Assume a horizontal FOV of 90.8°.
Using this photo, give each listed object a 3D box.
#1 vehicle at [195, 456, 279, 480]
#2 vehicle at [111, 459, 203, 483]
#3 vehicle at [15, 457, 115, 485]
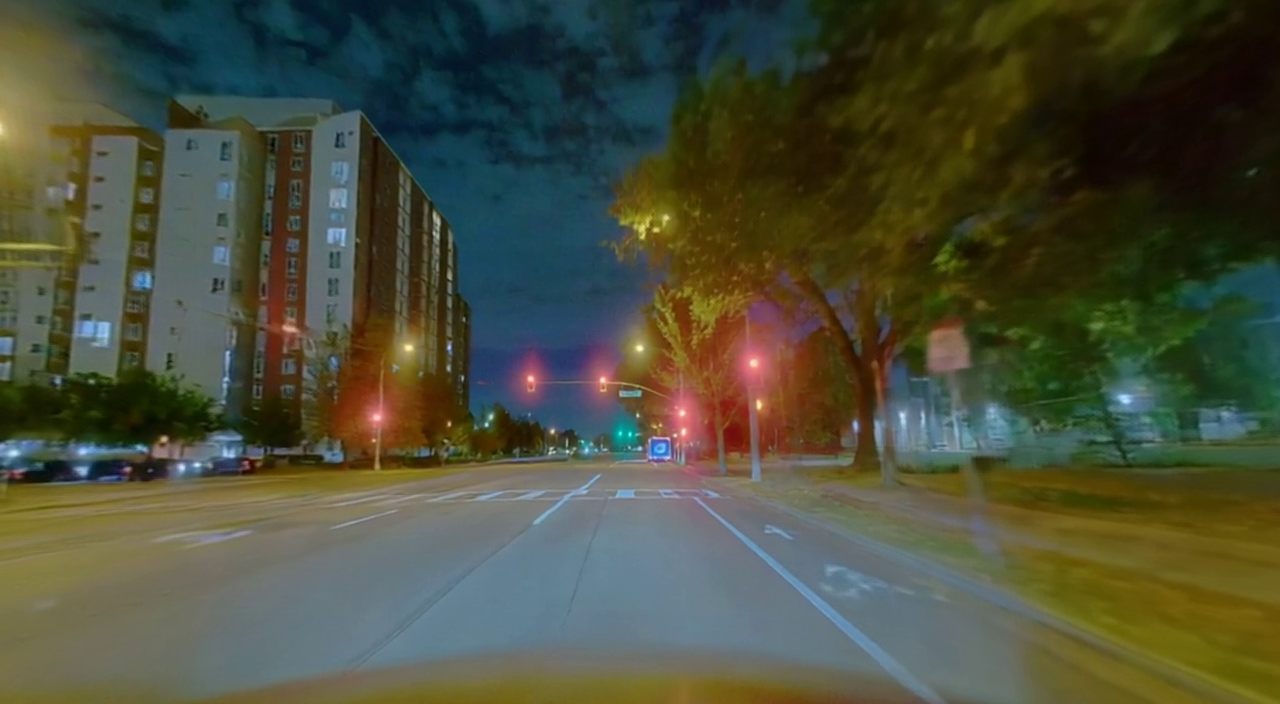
[{"bbox_3d":[-26.398,7.625,41.470,4.153,1.493,1.808,0,-9,-2],"label":"vehicle"},{"bbox_3d":[-31.508,7.751,41.290,4.453,1.441,1.770,0,-9,-1],"label":"vehicle"},{"bbox_3d":[-37.461,7.741,41.212,4.593,1.674,1.893,0,-9,0],"label":"vehicle"}]
